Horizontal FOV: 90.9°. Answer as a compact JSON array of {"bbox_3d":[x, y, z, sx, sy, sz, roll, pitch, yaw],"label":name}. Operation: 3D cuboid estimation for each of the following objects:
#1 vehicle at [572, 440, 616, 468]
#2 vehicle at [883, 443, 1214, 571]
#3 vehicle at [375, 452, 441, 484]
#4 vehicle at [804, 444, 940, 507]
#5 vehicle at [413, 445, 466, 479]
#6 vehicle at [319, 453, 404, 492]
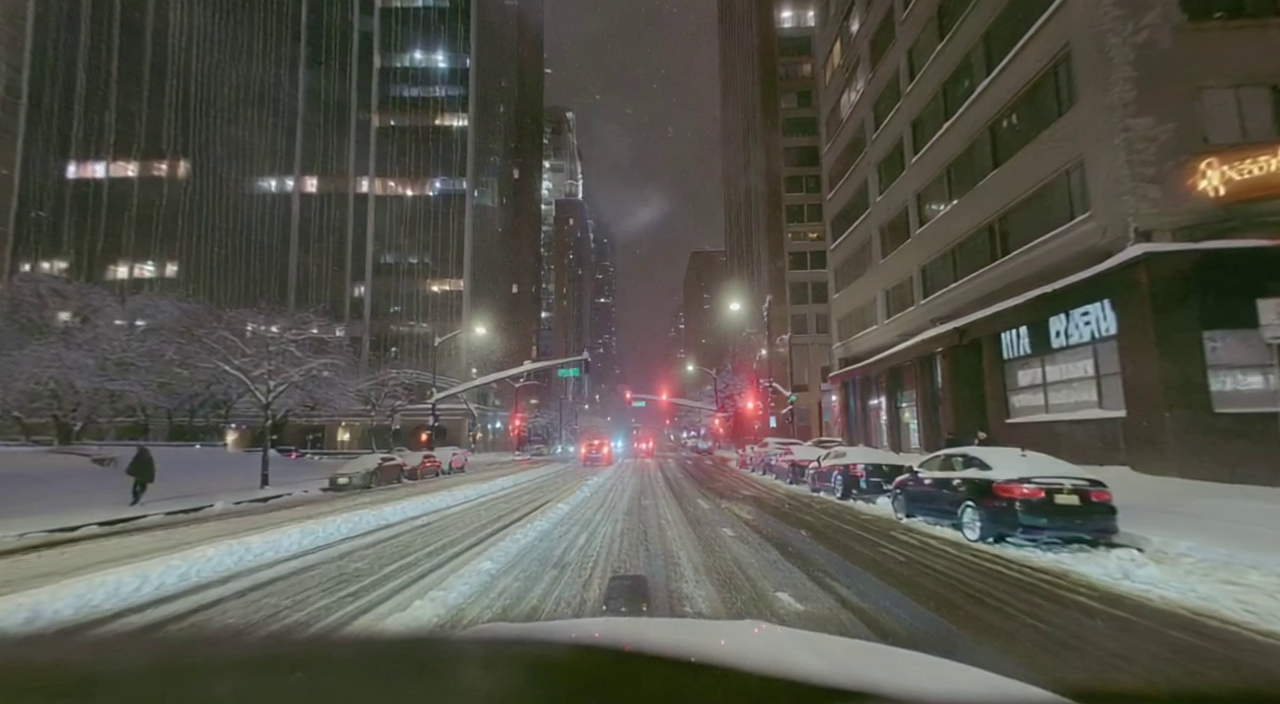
[{"bbox_3d":[-2.536,5.758,35.779,2.014,1.480,4.780,0,-8,2],"label":"vehicle"},{"bbox_3d":[5.845,2.213,10.011,1.994,1.511,4.788,0,-8,-1],"label":"vehicle"},{"bbox_3d":[-11.964,5.975,32.773,1.808,1.475,4.550,0,-8,-2],"label":"vehicle"},{"bbox_3d":[5.998,3.217,17.005,1.967,1.460,4.558,0,-8,1],"label":"vehicle"},{"bbox_3d":[-11.992,6.571,37.940,1.890,1.781,4.331,-4,-8,-2],"label":"vehicle"},{"bbox_3d":[-12.023,5.203,27.519,1.845,1.493,4.107,0,-8,-1],"label":"vehicle"}]
